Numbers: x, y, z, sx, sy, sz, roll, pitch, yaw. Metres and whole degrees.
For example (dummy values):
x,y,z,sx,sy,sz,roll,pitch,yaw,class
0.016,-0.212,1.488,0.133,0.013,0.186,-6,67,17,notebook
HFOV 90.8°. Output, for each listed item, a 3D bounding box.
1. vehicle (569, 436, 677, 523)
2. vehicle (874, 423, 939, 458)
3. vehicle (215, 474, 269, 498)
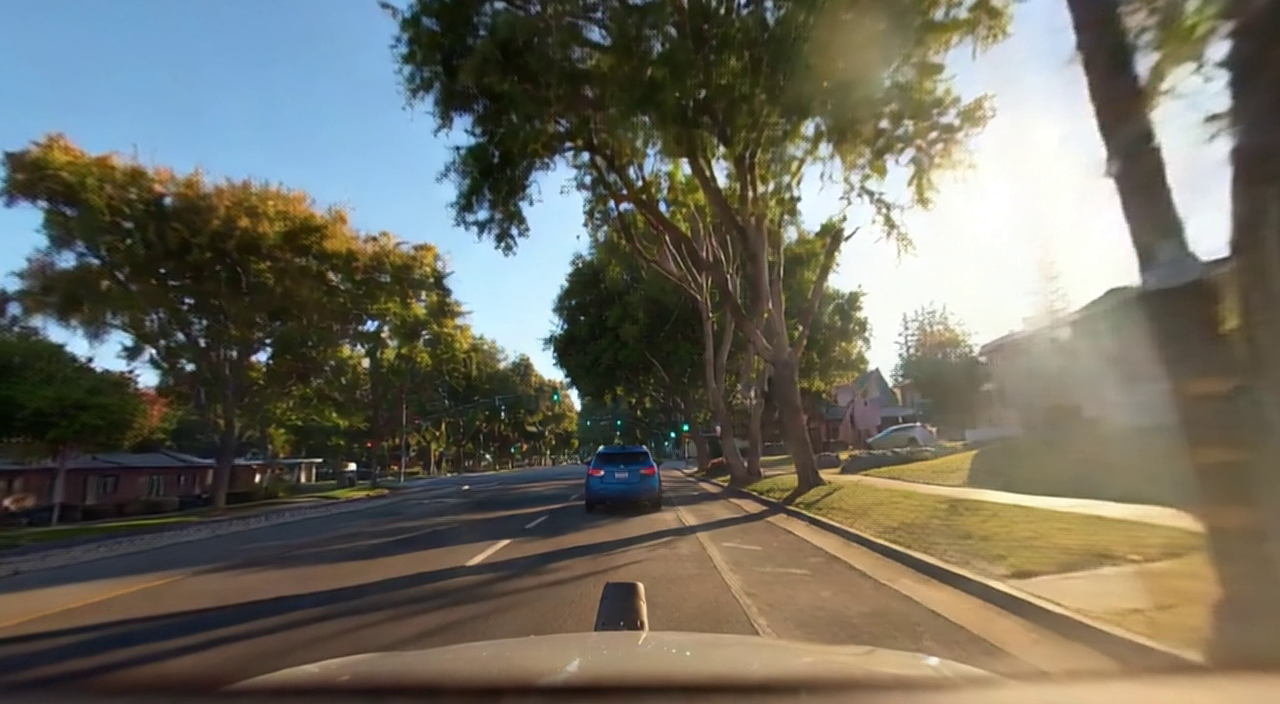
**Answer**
x,y,z,sx,sy,sz,roll,pitch,yaw,class
-0.364,2.844,14.497,2.136,1.703,3.910,0,-9,-1,vehicle
16.280,5.539,38.915,2.039,1.990,5.111,-1,-9,4,vehicle
-28.656,9.658,45.596,1.771,1.435,4.144,-3,-11,-9,vehicle
